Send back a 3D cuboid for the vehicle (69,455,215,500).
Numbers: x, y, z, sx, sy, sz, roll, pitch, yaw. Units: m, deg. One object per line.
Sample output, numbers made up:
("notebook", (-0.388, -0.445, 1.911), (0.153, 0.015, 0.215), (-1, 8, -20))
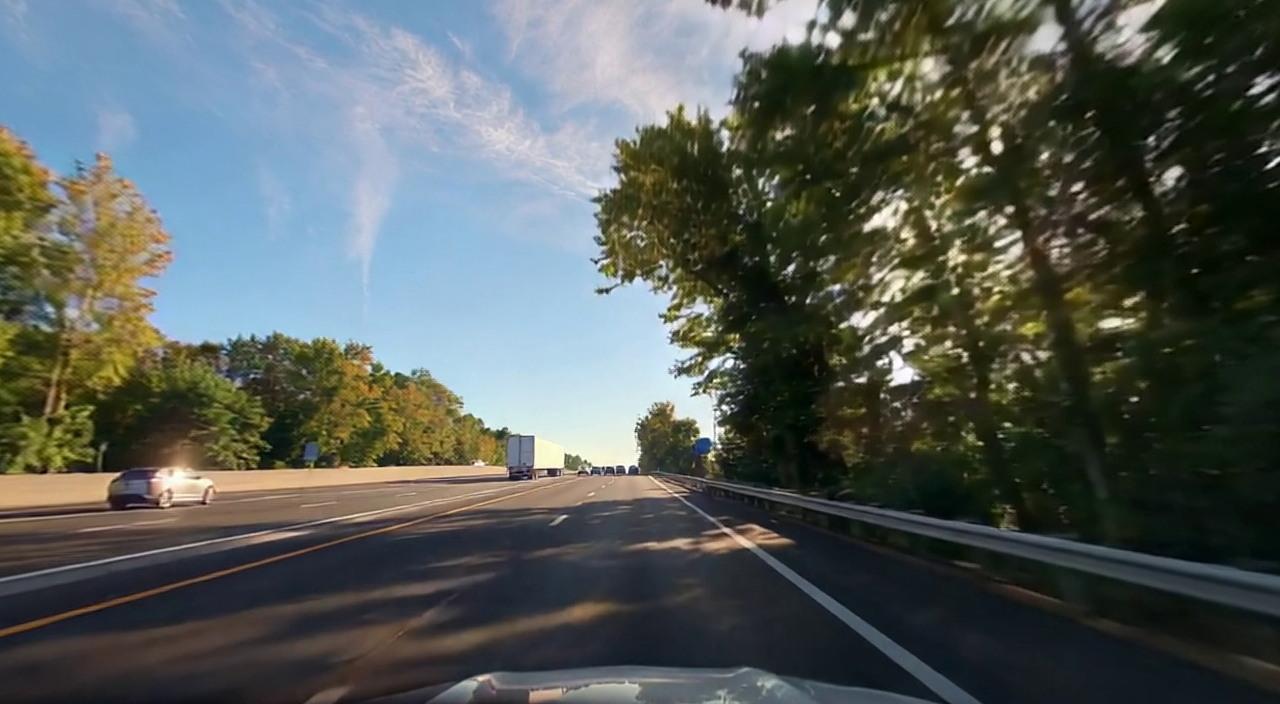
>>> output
("vehicle", (-18.050, 4.571, 23.145), (1.745, 1.430, 4.252), (0, -10, 2))
